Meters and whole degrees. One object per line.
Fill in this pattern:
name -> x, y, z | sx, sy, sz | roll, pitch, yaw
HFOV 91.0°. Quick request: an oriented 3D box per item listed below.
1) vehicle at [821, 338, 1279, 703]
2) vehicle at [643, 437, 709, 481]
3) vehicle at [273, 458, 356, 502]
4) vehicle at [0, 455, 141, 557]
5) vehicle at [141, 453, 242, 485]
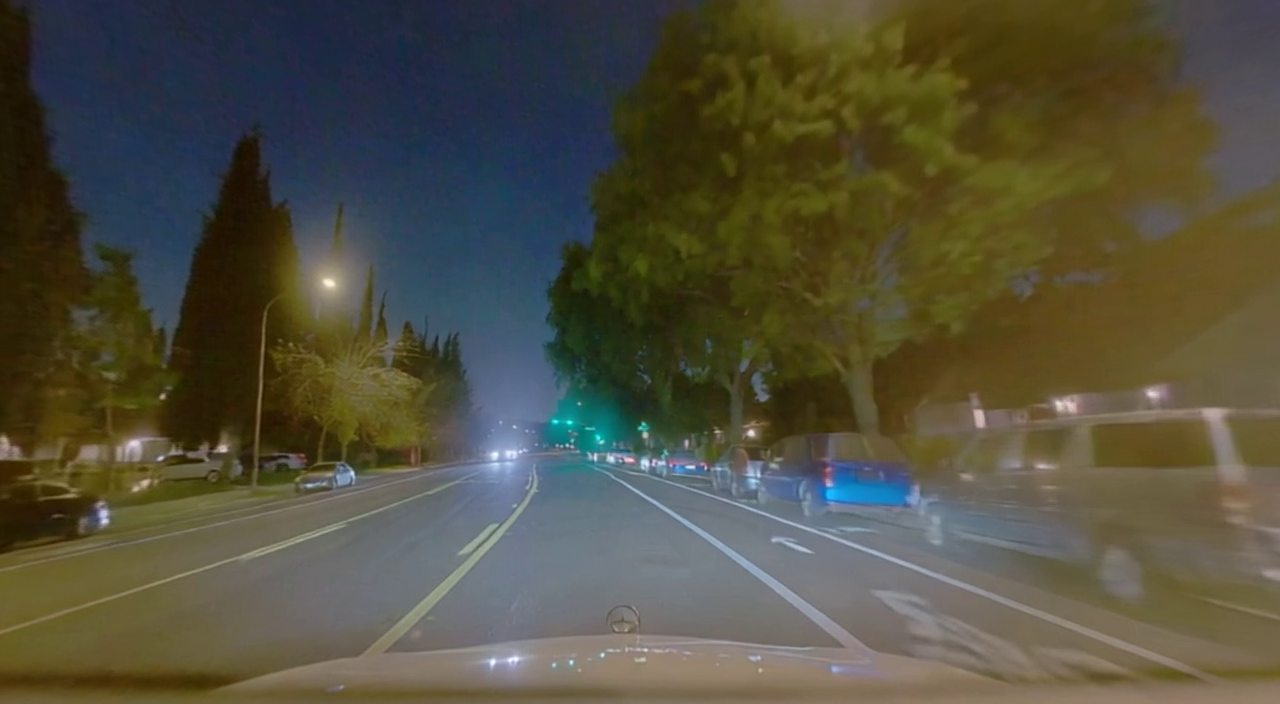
vehicle -> 4.313, 1.391, 6.152 | 2.723, 1.785, 7.174 | 4, -9, -2
vehicle -> 1.590, 4.976, 29.600 | 2.348, 1.804, 5.207 | 3, -9, -5
vehicle -> -14.308, 5.587, 27.933 | 1.932, 1.468, 4.305 | -5, -8, -9
vehicle -> -12.121, 2.972, 11.881 | 2.159, 1.677, 4.112 | -7, -8, -3
vehicle -> -27.644, 7.199, 38.955 | 4.552, 1.857, 1.950 | 1, -9, -7
